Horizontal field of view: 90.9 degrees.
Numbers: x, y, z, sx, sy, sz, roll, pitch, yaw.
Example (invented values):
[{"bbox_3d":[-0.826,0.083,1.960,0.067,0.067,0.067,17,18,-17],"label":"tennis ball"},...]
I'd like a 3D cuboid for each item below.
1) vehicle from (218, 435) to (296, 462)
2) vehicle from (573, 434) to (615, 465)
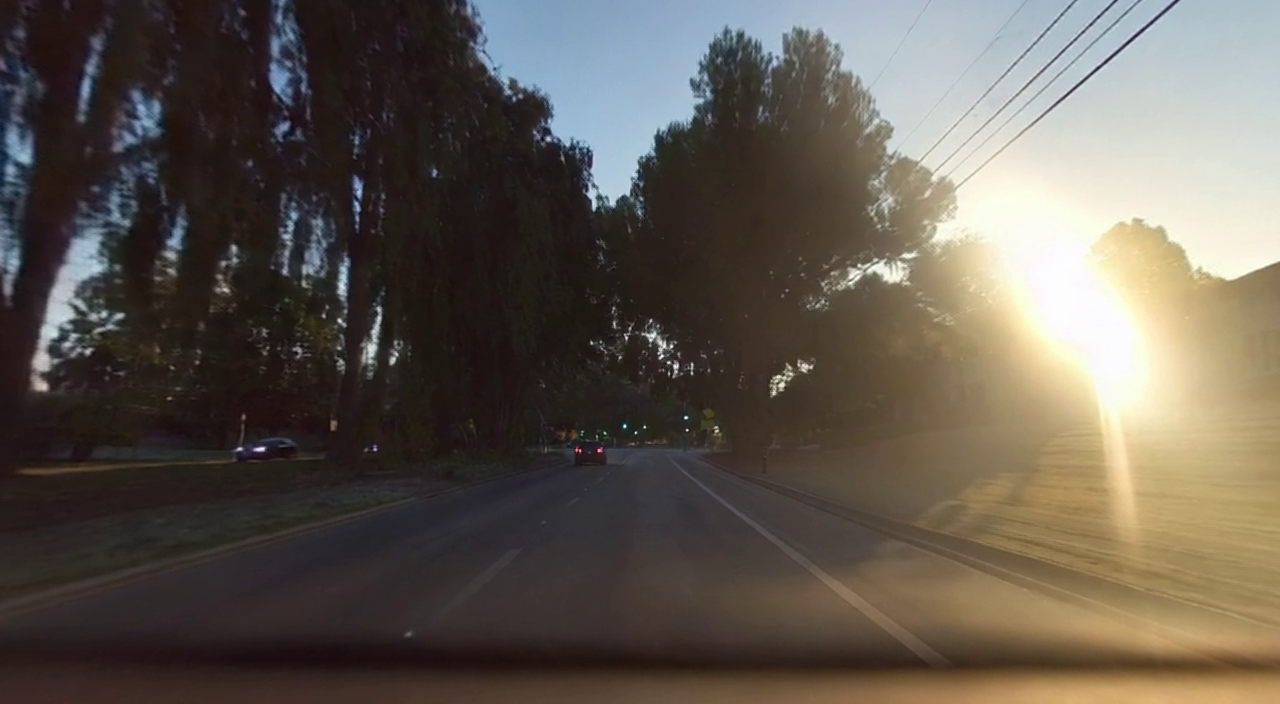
[{"bbox_3d":[-23.406,5.932,38.754,1.848,1.520,4.593,0,-8,2],"label":"vehicle"},{"bbox_3d":[-2.626,5.649,36.782,2.016,1.694,4.335,0,-8,1],"label":"vehicle"}]
